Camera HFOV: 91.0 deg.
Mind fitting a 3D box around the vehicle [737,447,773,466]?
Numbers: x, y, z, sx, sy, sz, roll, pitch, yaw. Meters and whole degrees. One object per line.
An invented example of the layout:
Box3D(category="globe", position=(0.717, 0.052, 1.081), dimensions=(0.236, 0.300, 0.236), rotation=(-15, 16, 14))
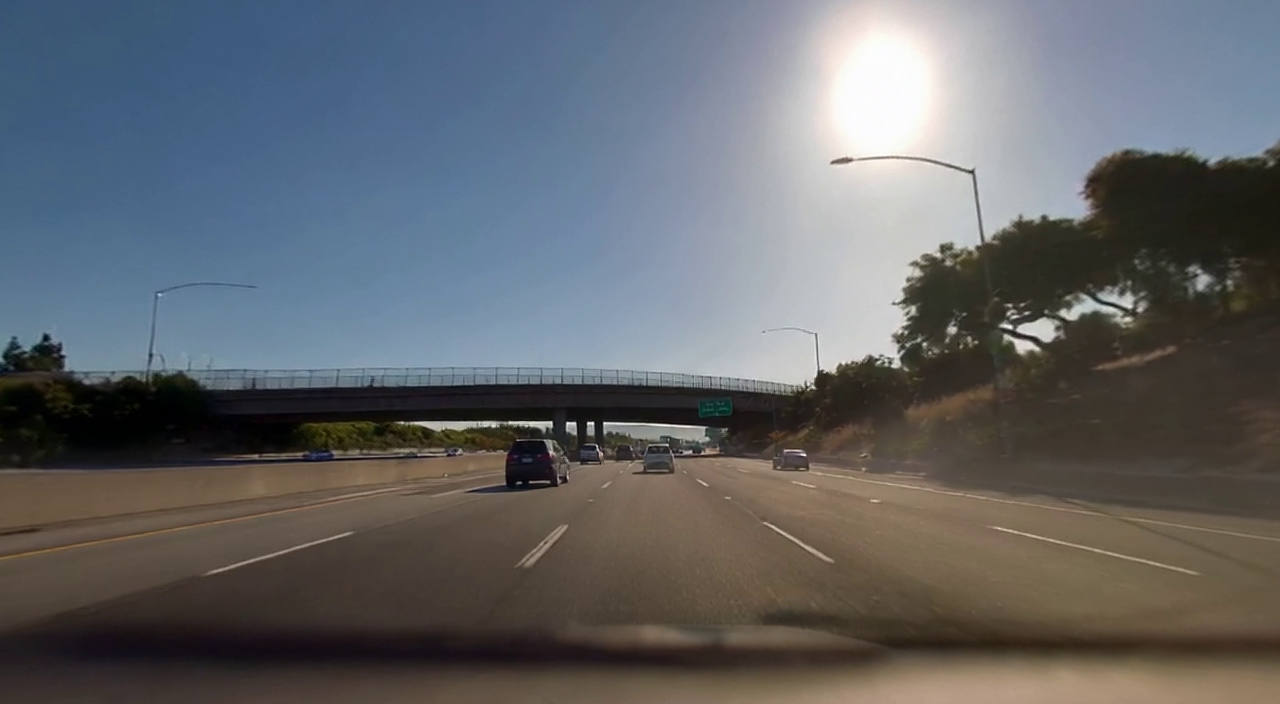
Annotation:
Box3D(category="vehicle", position=(8.876, 8.102, 48.933), dimensions=(2.005, 1.456, 4.287), rotation=(0, -9, 0))

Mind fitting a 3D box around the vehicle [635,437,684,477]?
Box3D(category="vehicle", position=(0.969, 5.250, 31.713), dimensions=(2.270, 1.862, 4.949), rotation=(0, -9, 1))

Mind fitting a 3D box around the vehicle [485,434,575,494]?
Box3D(category="vehicle", position=(-3.537, 3.706, 21.160), dimensions=(2.142, 1.759, 4.297), rotation=(0, -9, 2))

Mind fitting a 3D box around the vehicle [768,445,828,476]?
Box3D(category="vehicle", position=(8.071, 5.571, 32.507), dimensions=(1.936, 1.480, 4.373), rotation=(0, -9, 0))
